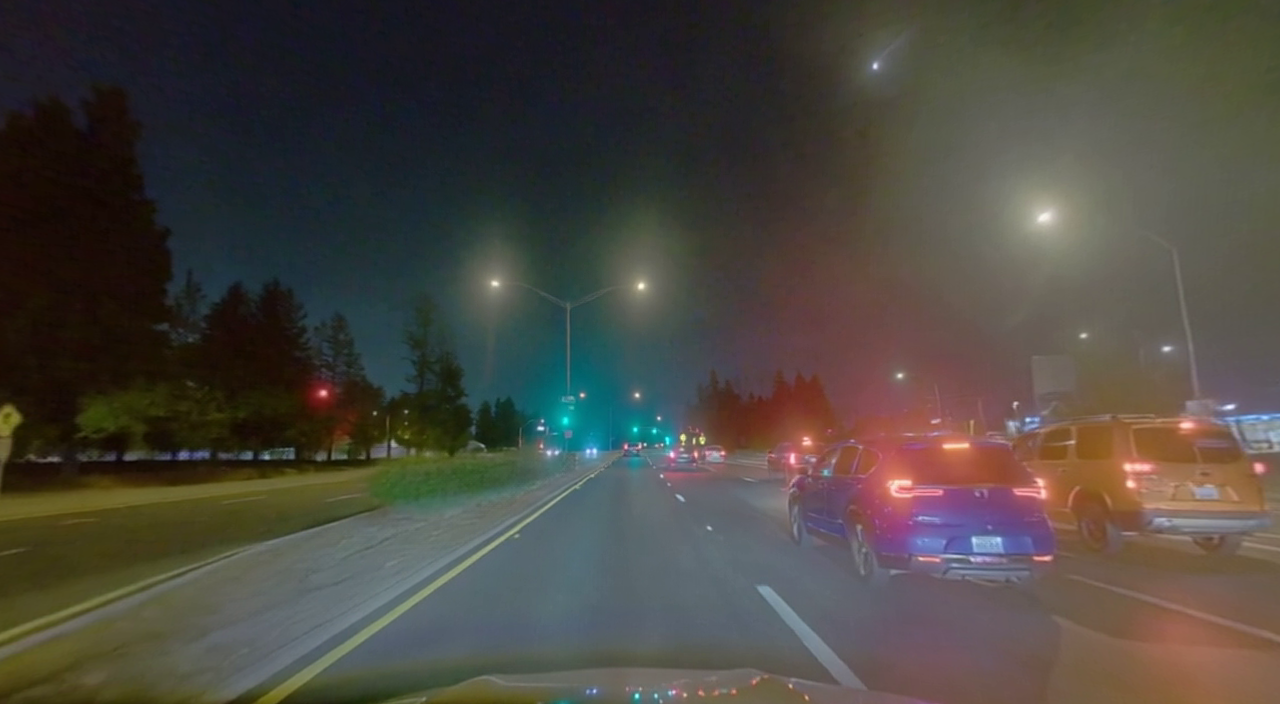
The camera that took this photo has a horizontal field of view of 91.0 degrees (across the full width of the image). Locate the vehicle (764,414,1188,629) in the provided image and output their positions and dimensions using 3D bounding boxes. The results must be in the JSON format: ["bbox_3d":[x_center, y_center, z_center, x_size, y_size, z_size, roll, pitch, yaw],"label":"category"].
[{"bbox_3d":[2.959,1.612,7.150,1.932,1.547,4.992,0,-9,-2],"label":"vehicle"}]

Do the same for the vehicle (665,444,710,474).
[{"bbox_3d":[2.514,5.794,34.285,1.980,1.484,4.093,0,-9,-2],"label":"vehicle"}]
